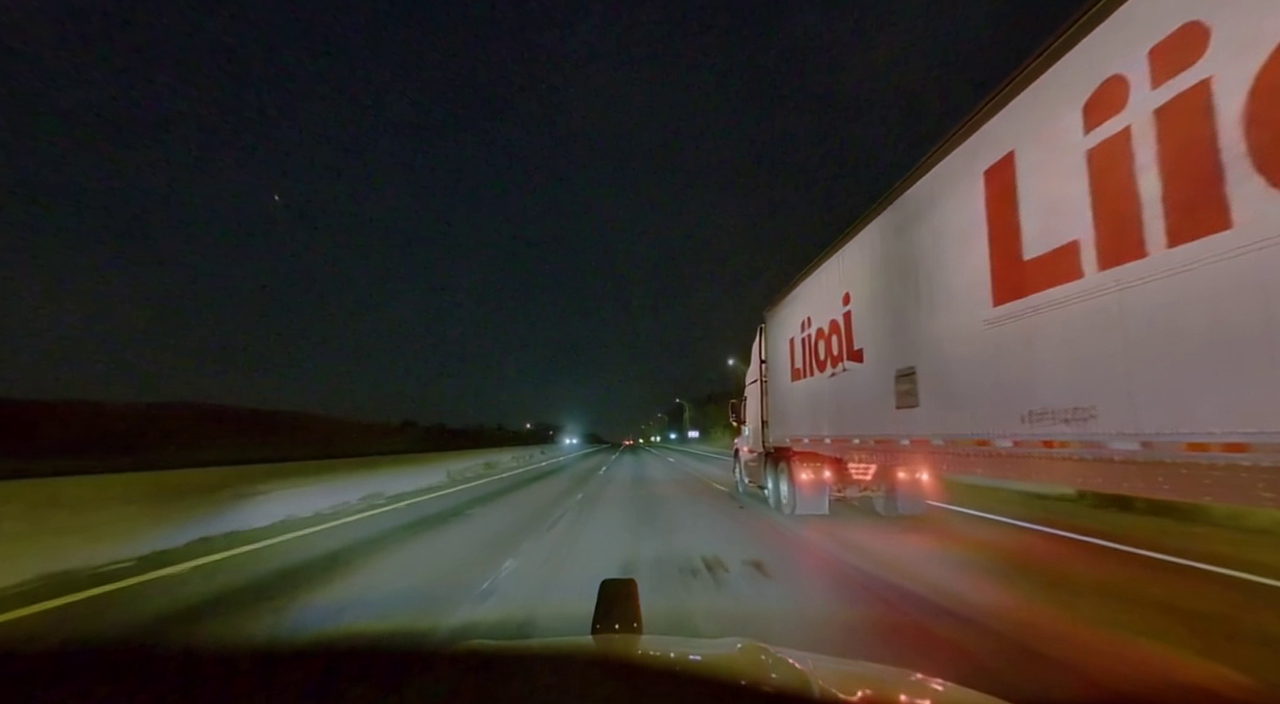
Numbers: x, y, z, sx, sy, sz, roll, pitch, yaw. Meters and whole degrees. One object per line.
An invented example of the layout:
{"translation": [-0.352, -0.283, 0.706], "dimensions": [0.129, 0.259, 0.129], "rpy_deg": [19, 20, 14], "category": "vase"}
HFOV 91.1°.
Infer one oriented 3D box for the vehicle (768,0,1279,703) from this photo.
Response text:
{"translation": [4.212, -0.073, 5.329], "dimensions": [3.034, 4.194, 14.704], "rpy_deg": [0, -8, 0], "category": "vehicle"}
